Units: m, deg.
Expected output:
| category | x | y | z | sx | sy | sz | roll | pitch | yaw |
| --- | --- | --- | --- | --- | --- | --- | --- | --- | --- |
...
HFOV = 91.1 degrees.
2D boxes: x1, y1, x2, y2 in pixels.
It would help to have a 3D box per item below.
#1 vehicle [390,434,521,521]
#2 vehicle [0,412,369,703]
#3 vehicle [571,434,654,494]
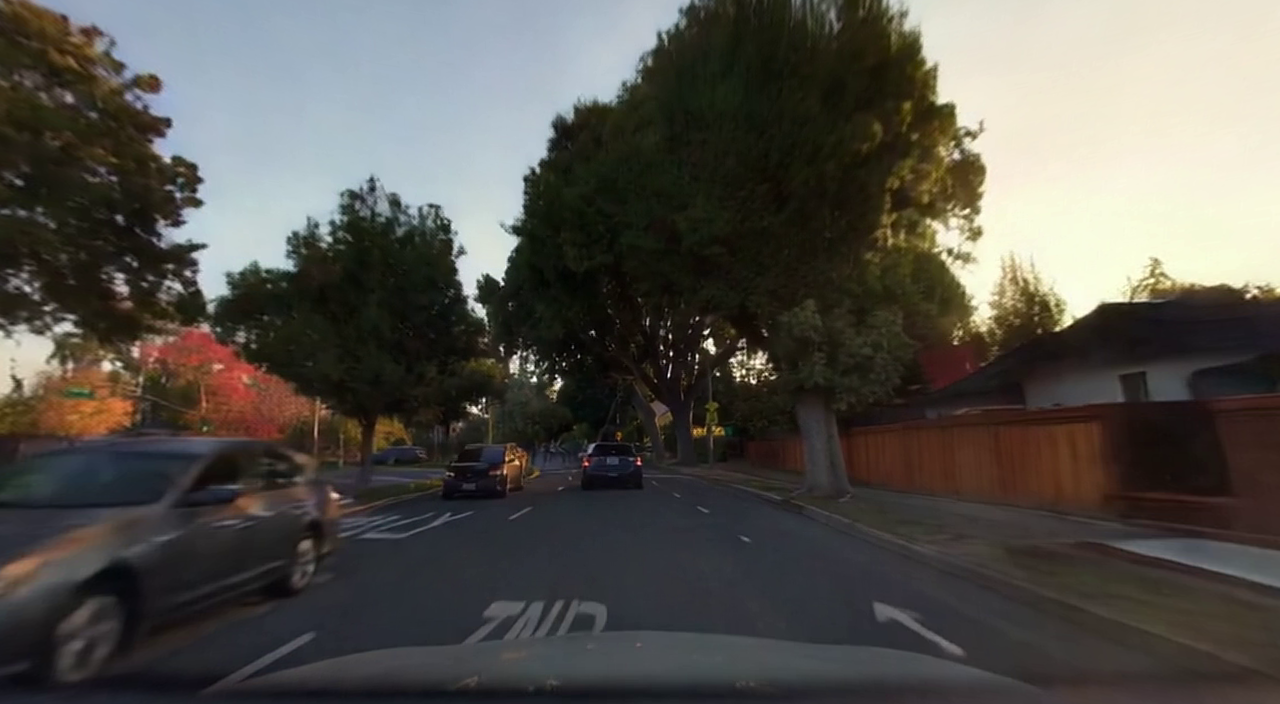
| category | x | y | z | sx | sy | sz | roll | pitch | yaw |
| --- | --- | --- | --- | --- | --- | --- | --- | --- | --- |
| vehicle | -3.722 | 2.565 | 13.389 | 1.986 | 1.561 | 3.805 | 1 | -8 | -6 |
| vehicle | -3.966 | 1.191 | 4.087 | 2.067 | 1.546 | 4.988 | 2 | -7 | 1 |
| vehicle | -0.999 | 3.464 | 19.762 | 2.290 | 1.653 | 4.127 | 1 | -8 | -7 |
